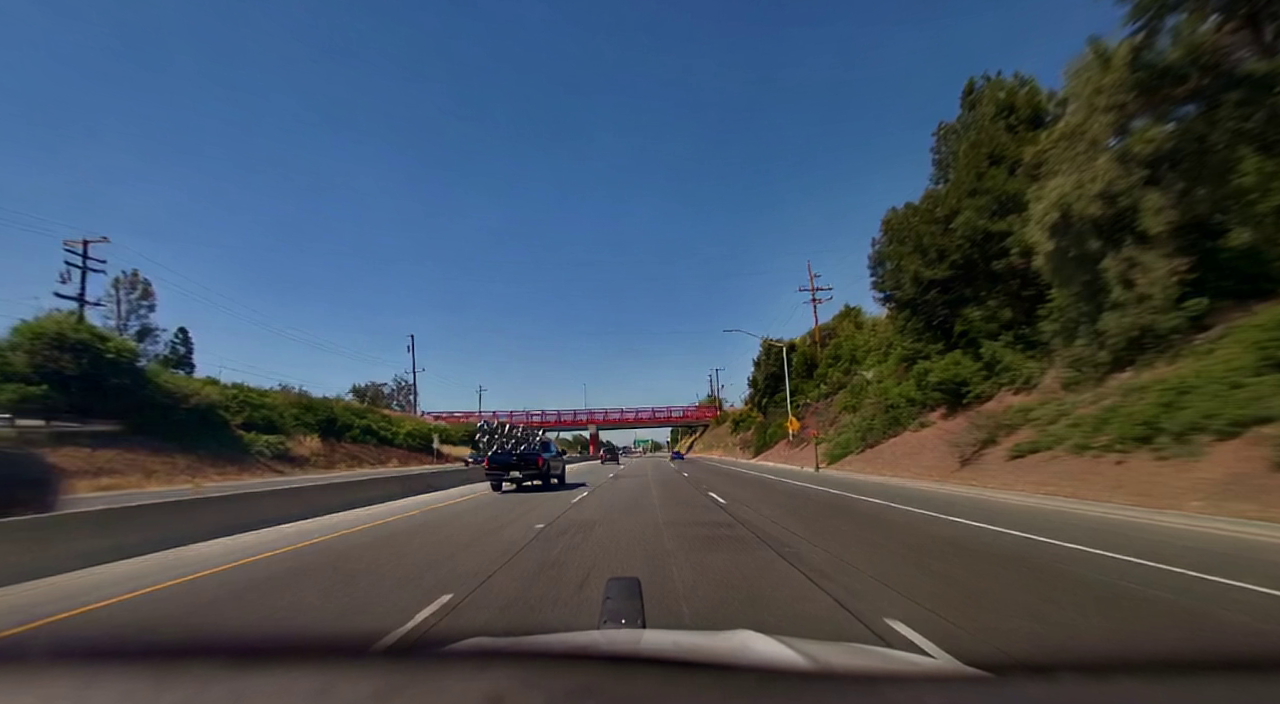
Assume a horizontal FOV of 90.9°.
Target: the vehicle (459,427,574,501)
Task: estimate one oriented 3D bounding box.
[{"bbox_3d":[-3.554,3.391,19.479,2.369,1.948,5.343,0,-9,1],"label":"vehicle"}]
